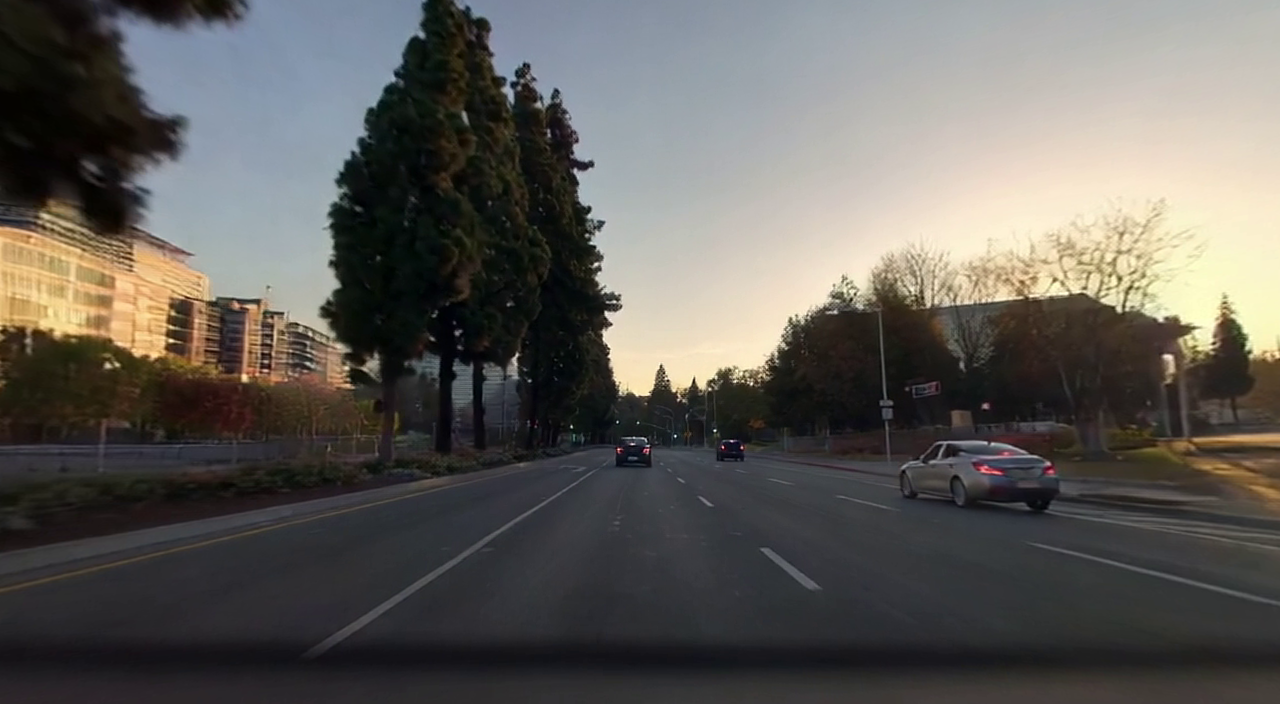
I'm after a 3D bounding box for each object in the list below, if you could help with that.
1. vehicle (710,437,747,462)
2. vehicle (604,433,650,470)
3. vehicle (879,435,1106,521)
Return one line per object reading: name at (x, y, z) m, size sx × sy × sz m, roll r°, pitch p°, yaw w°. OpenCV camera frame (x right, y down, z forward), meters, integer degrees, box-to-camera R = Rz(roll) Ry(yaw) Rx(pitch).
vehicle at (6.646, 7.371, 47.763) m, size 2.026 × 1.804 × 4.565 m, roll 0°, pitch -8°, yaw -1°
vehicle at (-0.625, 5.170, 32.902) m, size 2.193 × 1.794 × 4.457 m, roll 0°, pitch -8°, yaw 0°
vehicle at (6.952, 2.514, 13.189) m, size 2.139 × 1.471 × 4.393 m, roll 0°, pitch -8°, yaw -1°
